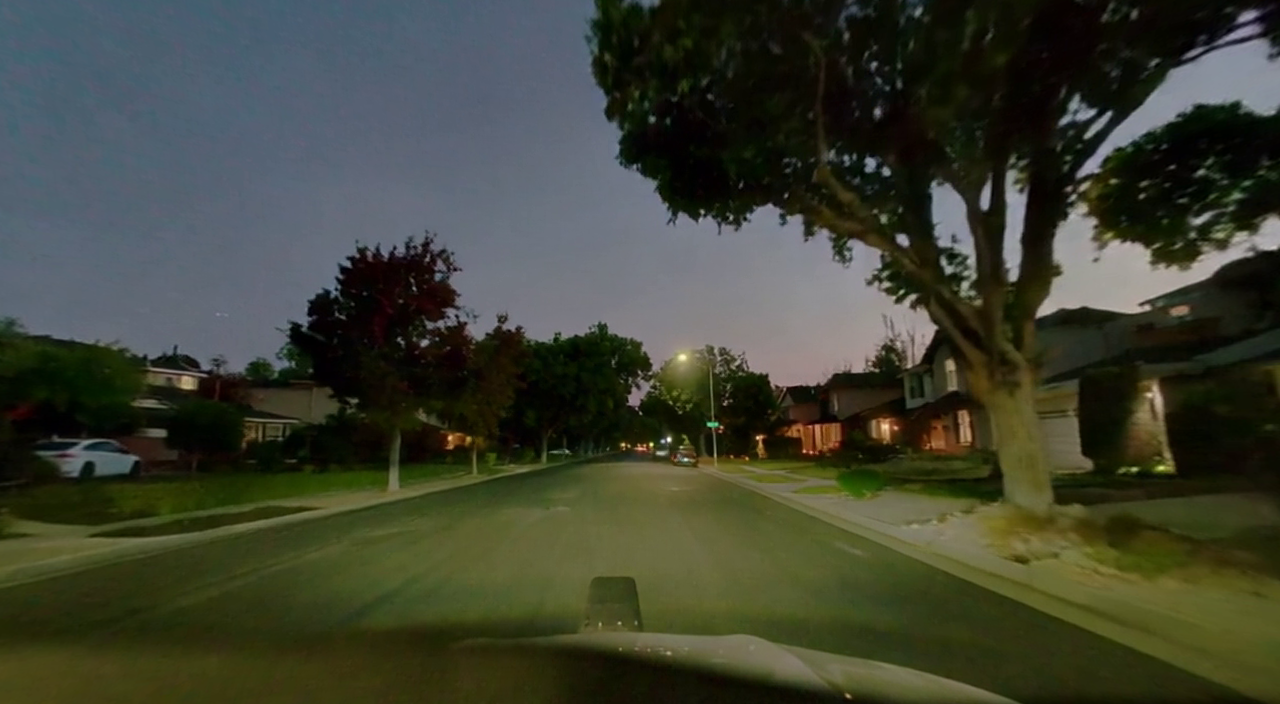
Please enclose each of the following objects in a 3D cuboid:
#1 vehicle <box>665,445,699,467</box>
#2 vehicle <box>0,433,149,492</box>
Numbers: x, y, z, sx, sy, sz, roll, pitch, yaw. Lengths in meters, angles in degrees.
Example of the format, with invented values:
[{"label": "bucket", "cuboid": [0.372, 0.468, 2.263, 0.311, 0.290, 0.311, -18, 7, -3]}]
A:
[{"label": "vehicle", "cuboid": [3.144, 7.964, 48.424, 2.136, 1.596, 4.790, 0, -9, -2]}, {"label": "vehicle", "cuboid": [-17.441, 3.367, 19.599, 1.957, 1.602, 4.326, 3, -9, -17]}]
